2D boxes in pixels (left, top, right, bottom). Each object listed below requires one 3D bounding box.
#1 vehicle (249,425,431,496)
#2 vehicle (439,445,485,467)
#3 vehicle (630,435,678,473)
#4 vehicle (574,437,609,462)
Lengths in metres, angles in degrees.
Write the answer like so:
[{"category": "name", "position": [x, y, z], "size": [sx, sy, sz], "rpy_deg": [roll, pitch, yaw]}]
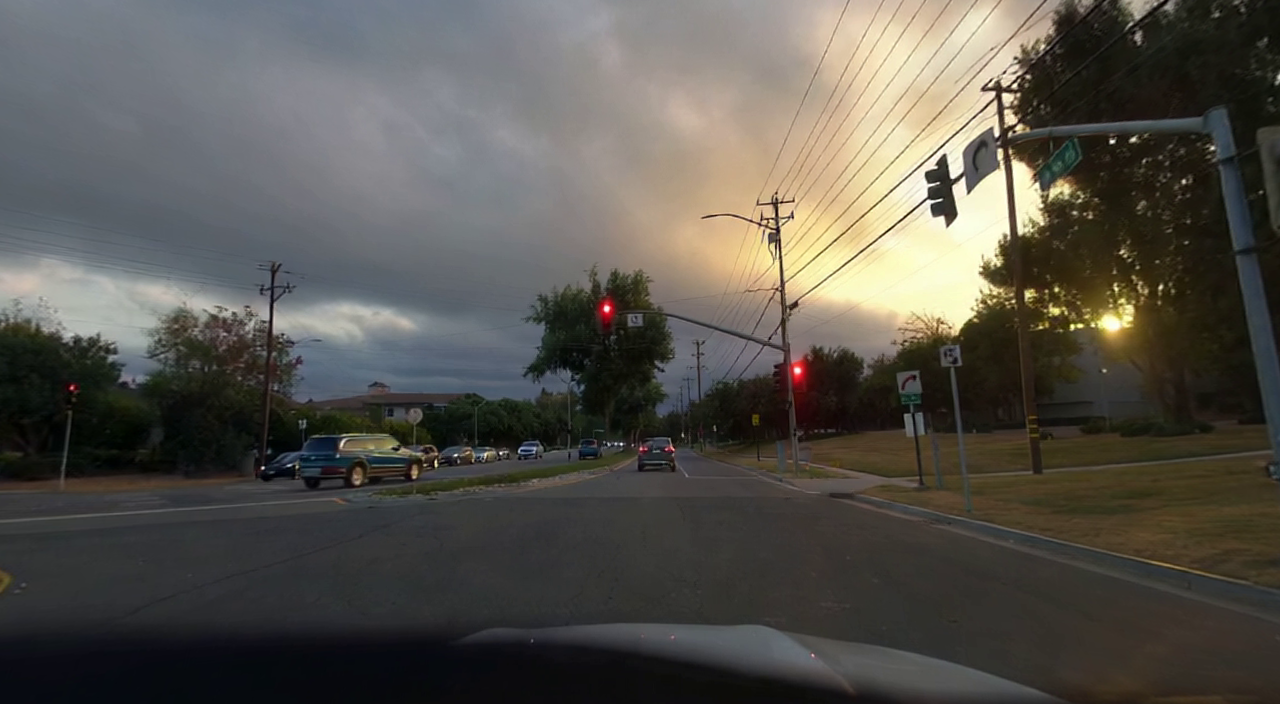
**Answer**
[{"category": "vehicle", "position": [-9.430, 3.411, 20.137], "size": [2.175, 1.957, 4.686], "rpy_deg": [-7, -11, 37]}, {"category": "vehicle", "position": [-12.635, 7.420, 44.900], "size": [1.841, 1.477, 4.485], "rpy_deg": [-1, -8, 2]}, {"category": "vehicle", "position": [0.763, 4.989, 30.905], "size": [2.010, 1.681, 4.682], "rpy_deg": [-1, -9, 5]}, {"category": "vehicle", "position": [-3.680, 7.526, 48.539], "size": [2.046, 1.763, 4.574], "rpy_deg": [-1, -8, 4]}]
